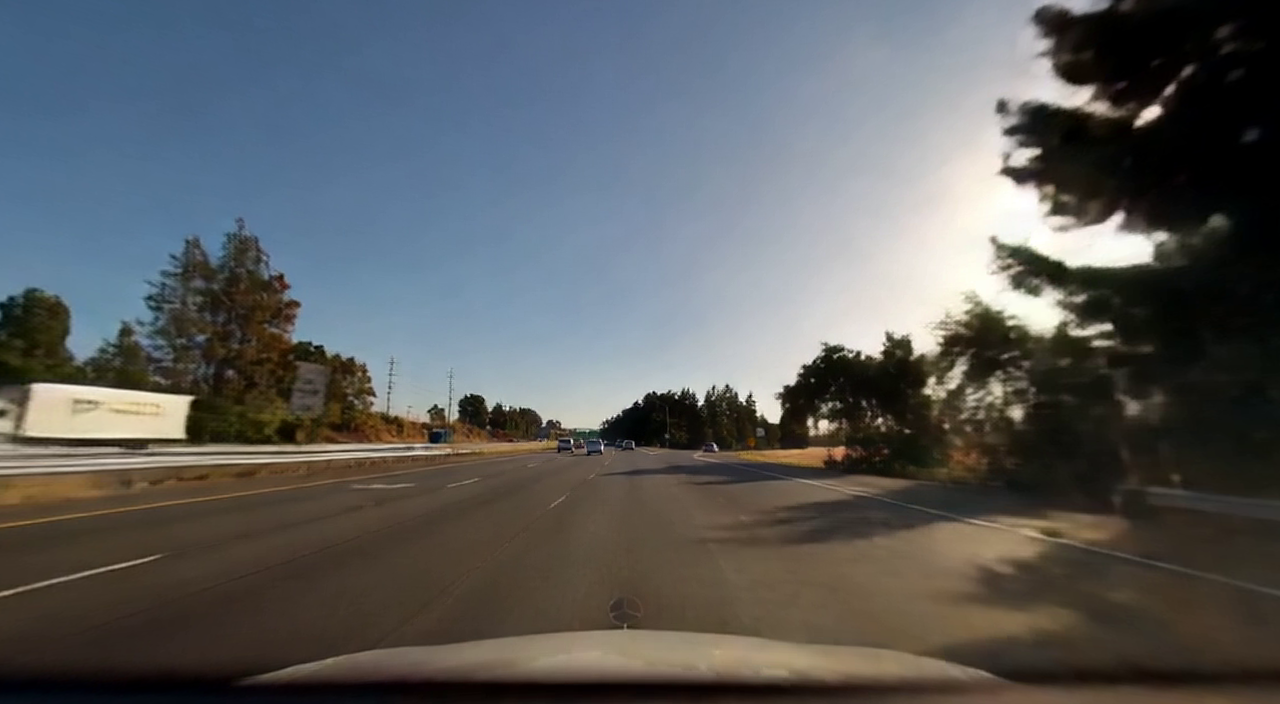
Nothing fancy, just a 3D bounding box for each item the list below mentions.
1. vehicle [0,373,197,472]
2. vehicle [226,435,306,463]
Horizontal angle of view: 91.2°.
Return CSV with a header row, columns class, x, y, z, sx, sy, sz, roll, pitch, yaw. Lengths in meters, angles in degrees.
class,x,y,z,sx,sy,sz,roll,pitch,yaw
vehicle,-24.758,3.282,28.048,2.936,3.664,9.492,0,-8,-1
vehicle,-20.929,5.438,35.337,1.853,1.492,4.330,0,-8,0
